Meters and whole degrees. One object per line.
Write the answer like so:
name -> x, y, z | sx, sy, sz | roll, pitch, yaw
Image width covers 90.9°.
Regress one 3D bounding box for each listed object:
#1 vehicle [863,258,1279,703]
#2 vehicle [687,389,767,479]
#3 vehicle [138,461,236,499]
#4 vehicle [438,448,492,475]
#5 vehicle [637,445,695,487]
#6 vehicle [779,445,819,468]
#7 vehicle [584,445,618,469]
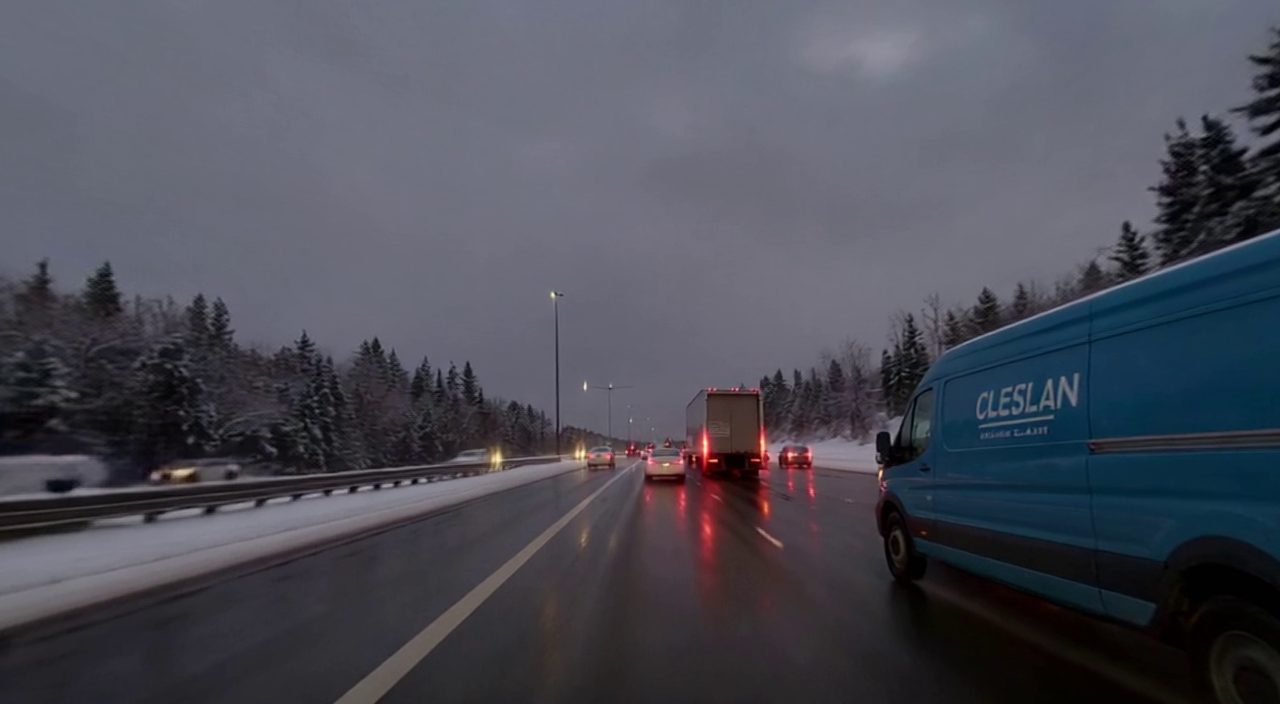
vehicle -> 3.669, 0.903, 3.975 | 2.441, 2.017, 5.739 | 0, -9, 1
vehicle -> 4.423, 4.680, 35.047 | 2.821, 4.077, 12.562 | 0, -9, 1
vehicle -> -23.389, 6.581, 32.824 | 1.872, 1.709, 4.341 | 0, -9, -1
vehicle -> -11.731, 7.335, 42.642 | 2.115, 1.685, 4.831 | 0, -9, 1
vehicle -> 0.928, 4.416, 24.752 | 2.063, 1.469, 4.208 | 0, -9, 0
vehicle -> 11.269, 7.444, 44.907 | 1.870, 1.525, 3.680 | 0, -9, 0
vehicle -> -2.797, 7.664, 46.196 | 2.182, 1.601, 4.364 | 0, -9, 1
